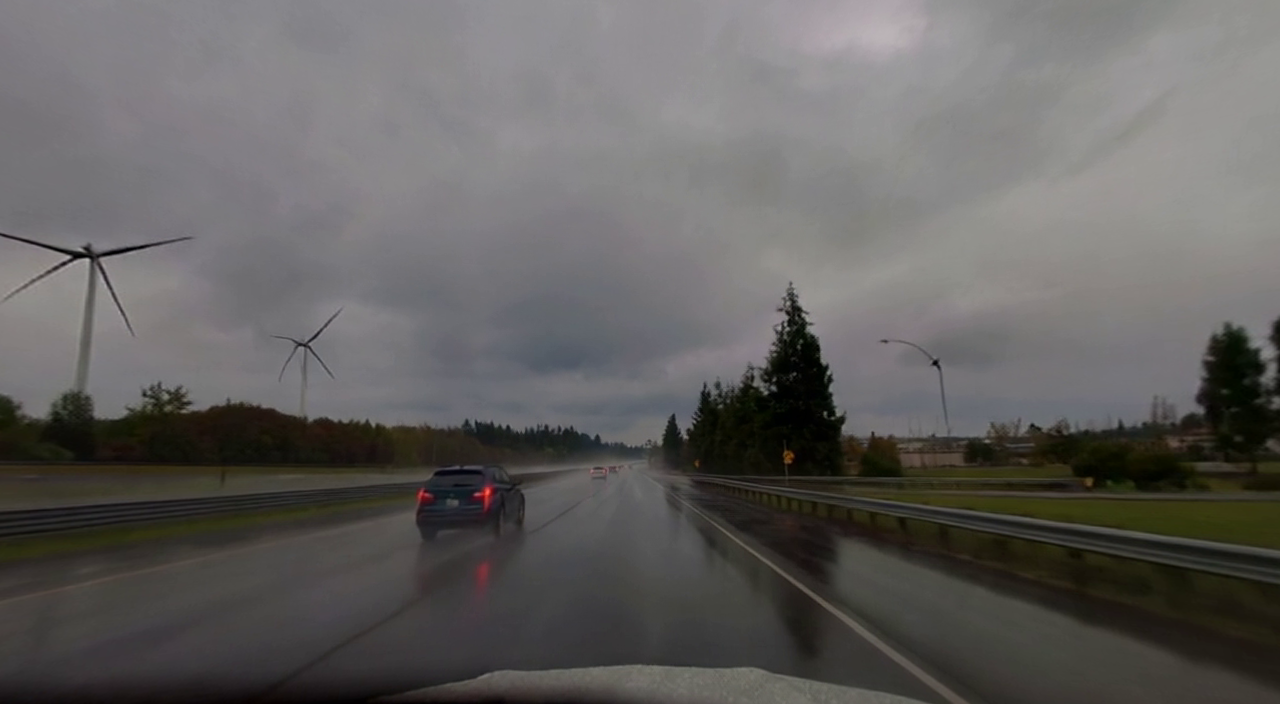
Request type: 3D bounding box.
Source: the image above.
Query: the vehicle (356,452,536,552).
[{"bbox_3d":[-3.351,2.710,11.827,2.001,1.486,4.104,1,-11,1],"label":"vehicle"}]
